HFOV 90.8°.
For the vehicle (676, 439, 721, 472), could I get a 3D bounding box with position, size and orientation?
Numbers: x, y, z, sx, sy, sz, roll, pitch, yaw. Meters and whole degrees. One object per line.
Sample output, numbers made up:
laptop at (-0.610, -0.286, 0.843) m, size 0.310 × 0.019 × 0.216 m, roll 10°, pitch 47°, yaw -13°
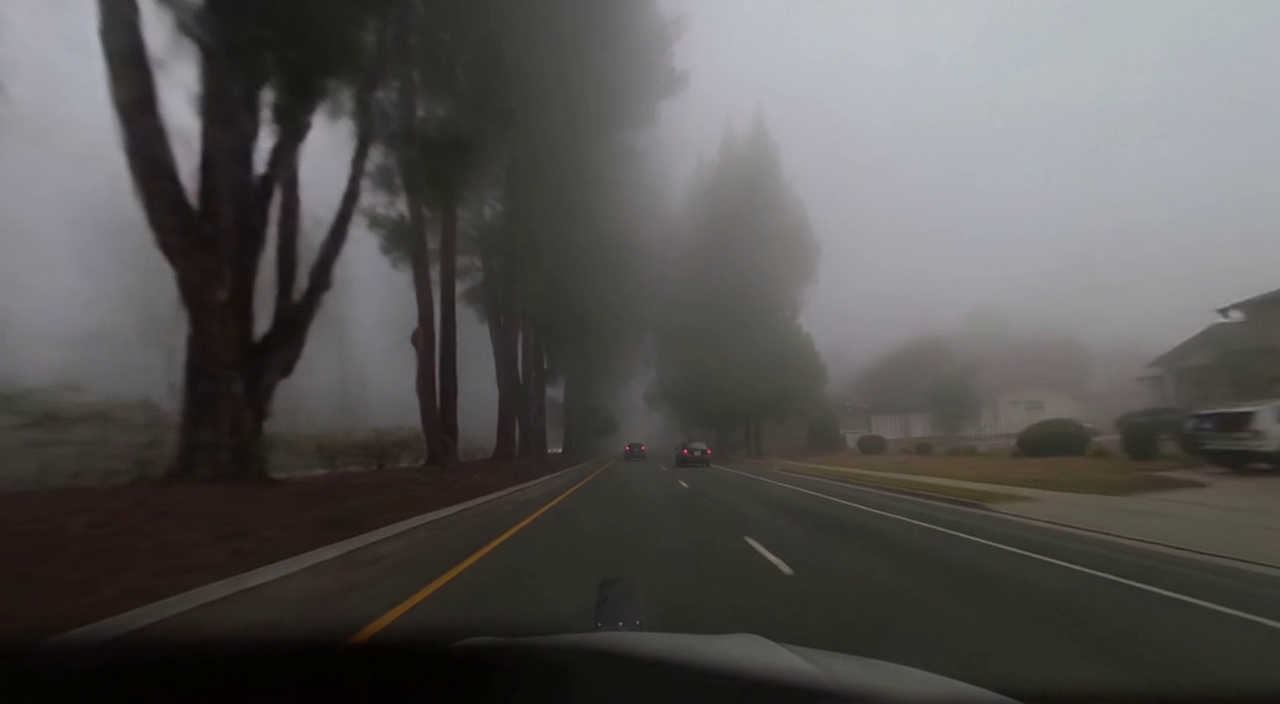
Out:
vehicle at (3.067, 5.520, 33.770) m, size 1.888 × 1.640 × 4.044 m, roll 0°, pitch -9°, yaw -2°
